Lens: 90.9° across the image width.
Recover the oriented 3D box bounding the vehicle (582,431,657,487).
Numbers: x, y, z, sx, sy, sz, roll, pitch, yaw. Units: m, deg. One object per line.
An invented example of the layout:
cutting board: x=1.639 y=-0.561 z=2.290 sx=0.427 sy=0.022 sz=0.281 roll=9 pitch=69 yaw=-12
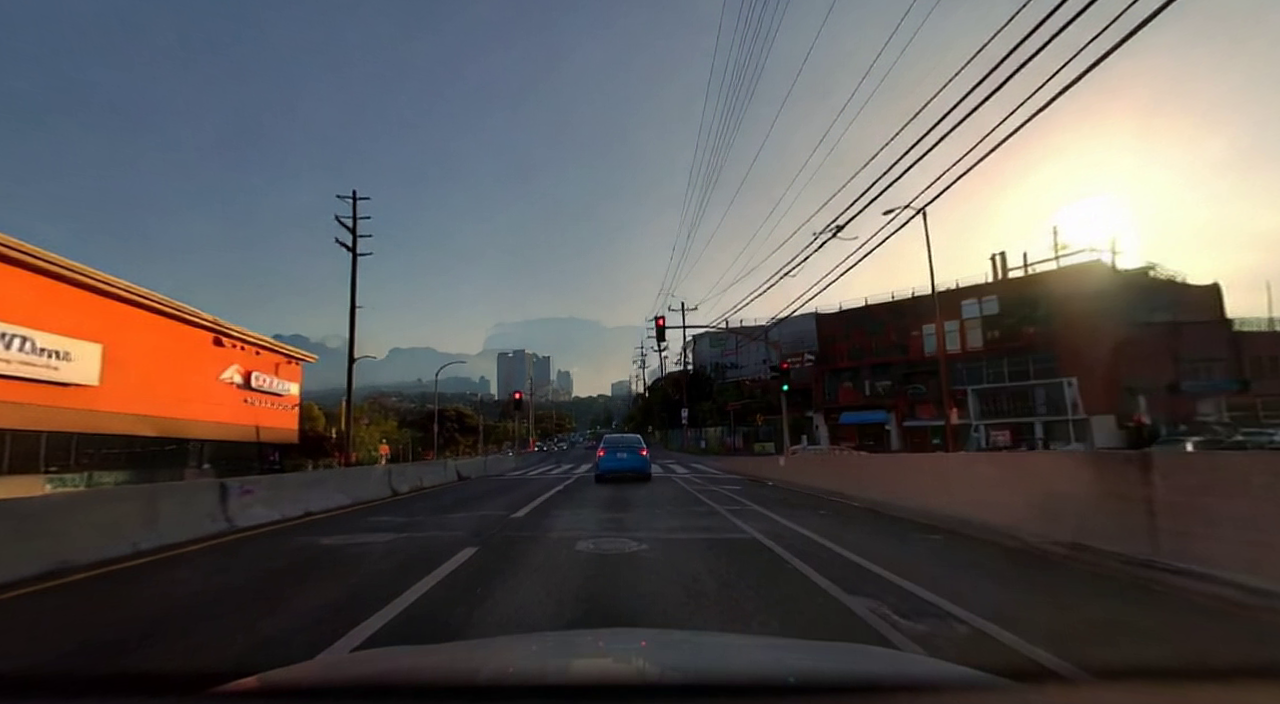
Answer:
vehicle: x=-0.619 y=3.285 z=19.721 sx=2.123 sy=1.566 sz=3.662 roll=0 pitch=-8 yaw=-1
